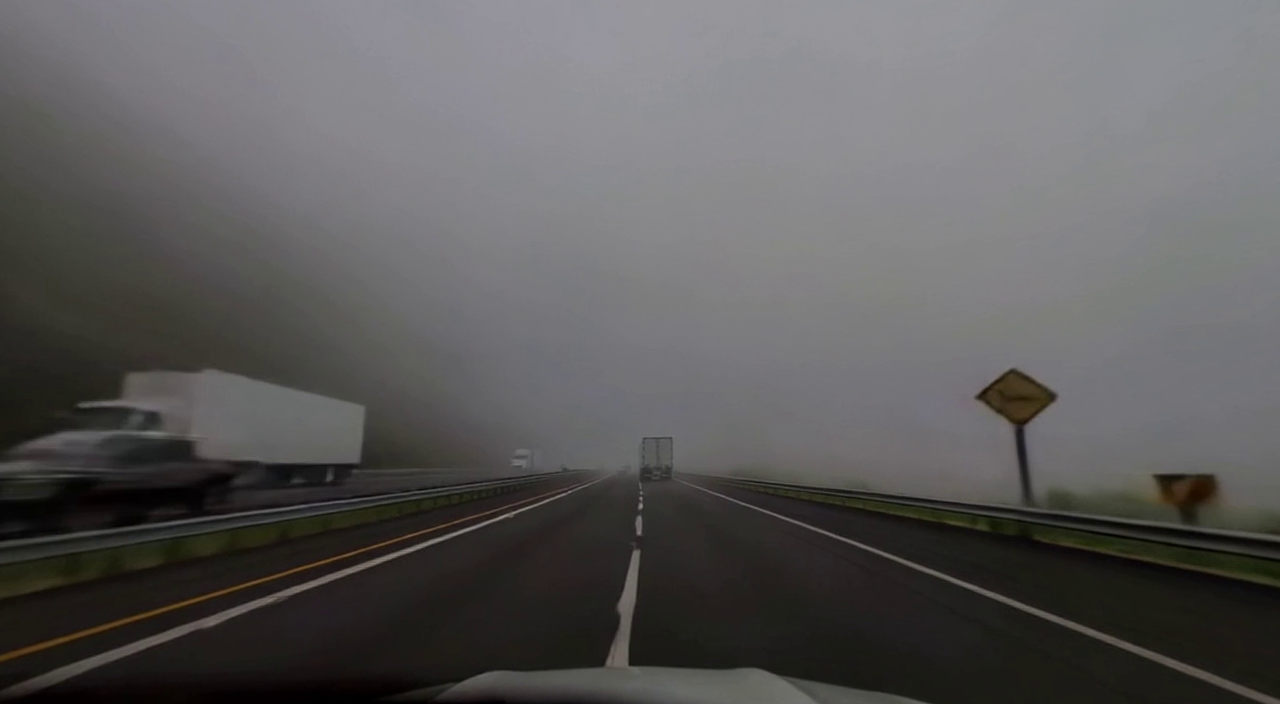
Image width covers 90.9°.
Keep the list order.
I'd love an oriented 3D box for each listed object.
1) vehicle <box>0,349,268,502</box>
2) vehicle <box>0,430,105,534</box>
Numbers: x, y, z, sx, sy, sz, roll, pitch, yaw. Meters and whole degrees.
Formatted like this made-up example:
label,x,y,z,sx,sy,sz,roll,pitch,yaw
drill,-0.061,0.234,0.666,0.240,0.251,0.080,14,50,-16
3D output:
label,x,y,z,sx,sy,sz,roll,pitch,yaw
vehicle,-15.260,2.442,19.797,3.462,4.089,5.413,1,-11,1
vehicle,-10.908,1.910,9.311,1.919,1.589,4.558,1,-11,0
